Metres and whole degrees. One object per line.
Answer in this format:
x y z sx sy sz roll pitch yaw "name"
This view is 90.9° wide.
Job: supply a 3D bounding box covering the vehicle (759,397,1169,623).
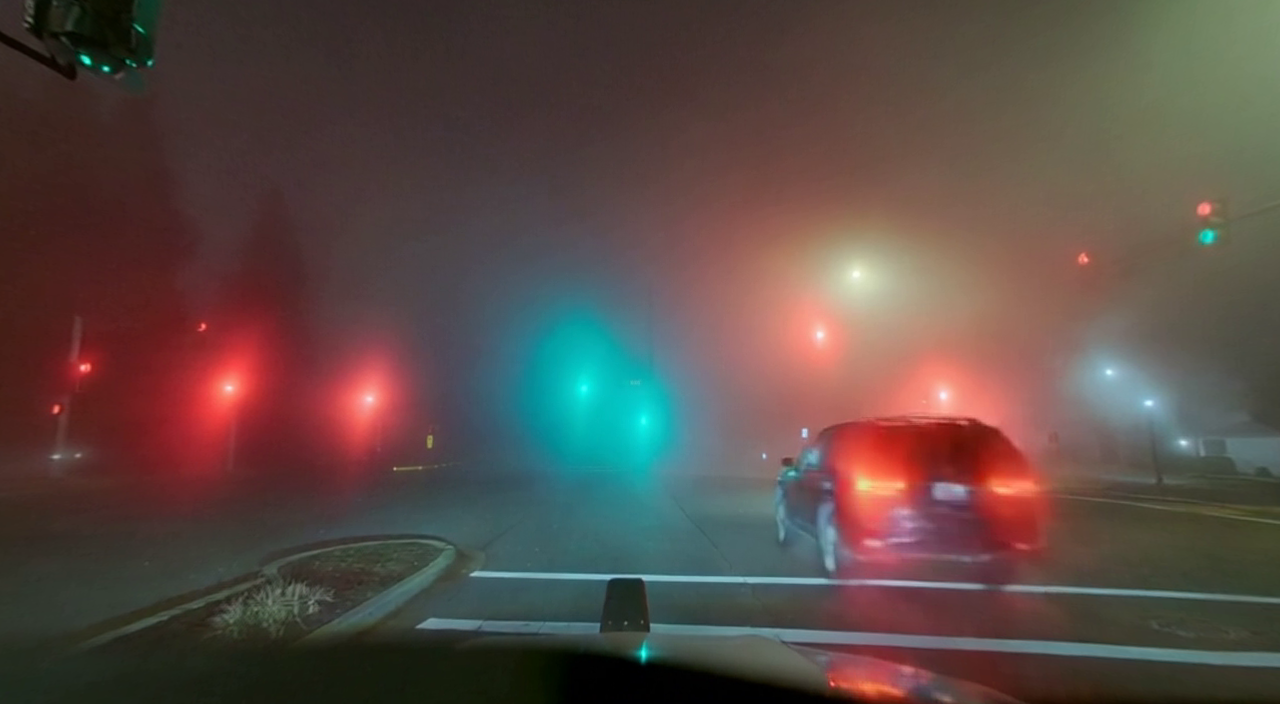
2.922 1.554 7.244 2.150 1.706 4.754 0 -8 0 "vehicle"
